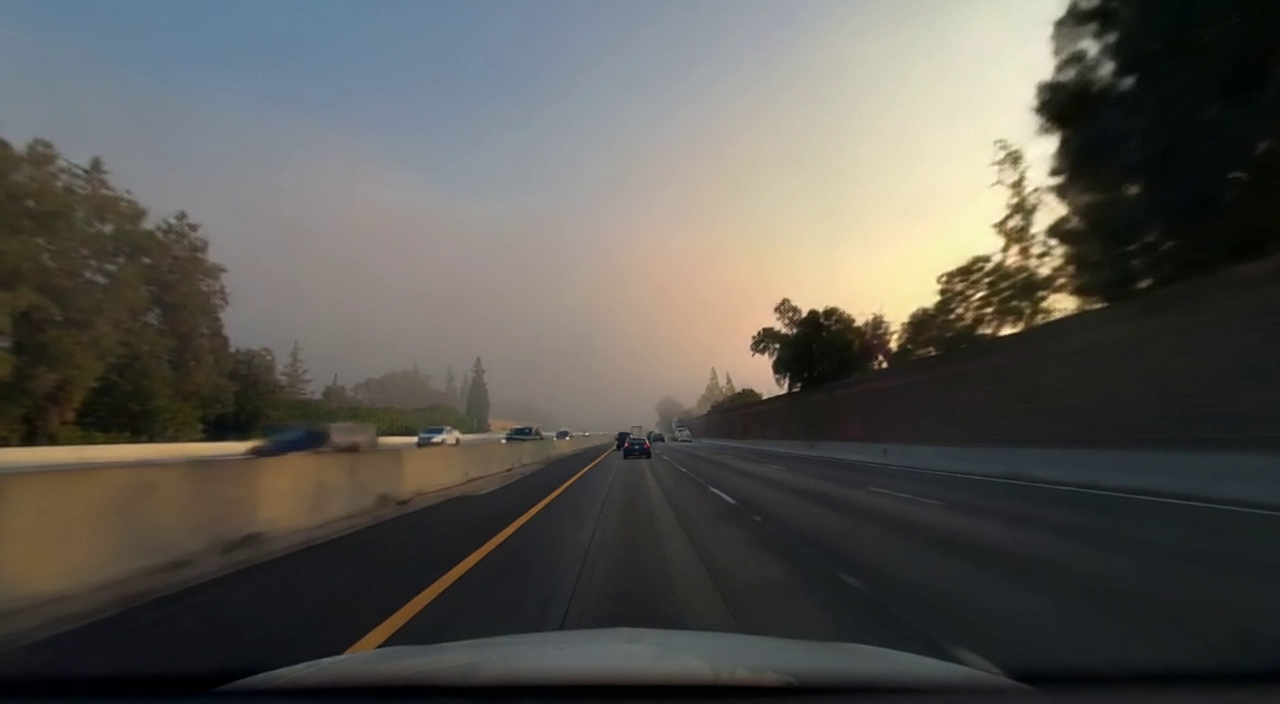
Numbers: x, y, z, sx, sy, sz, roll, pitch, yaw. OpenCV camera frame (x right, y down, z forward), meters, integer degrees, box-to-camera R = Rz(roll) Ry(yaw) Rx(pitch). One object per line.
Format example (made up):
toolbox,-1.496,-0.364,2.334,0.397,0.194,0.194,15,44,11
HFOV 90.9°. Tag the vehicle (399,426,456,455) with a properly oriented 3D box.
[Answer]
vehicle,-12.818,5.341,38.218,1.974,1.647,4.270,0,-8,0

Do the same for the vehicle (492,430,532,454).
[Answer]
vehicle,-8.560,6.038,42.451,1.941,1.506,3.768,0,-8,0

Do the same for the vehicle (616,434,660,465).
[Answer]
vehicle,-0.148,4.965,32.446,2.119,1.480,4.000,0,-8,-1

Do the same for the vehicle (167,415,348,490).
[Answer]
vehicle,-8.793,2.332,14.968,1.842,1.511,3.979,0,-8,-1
